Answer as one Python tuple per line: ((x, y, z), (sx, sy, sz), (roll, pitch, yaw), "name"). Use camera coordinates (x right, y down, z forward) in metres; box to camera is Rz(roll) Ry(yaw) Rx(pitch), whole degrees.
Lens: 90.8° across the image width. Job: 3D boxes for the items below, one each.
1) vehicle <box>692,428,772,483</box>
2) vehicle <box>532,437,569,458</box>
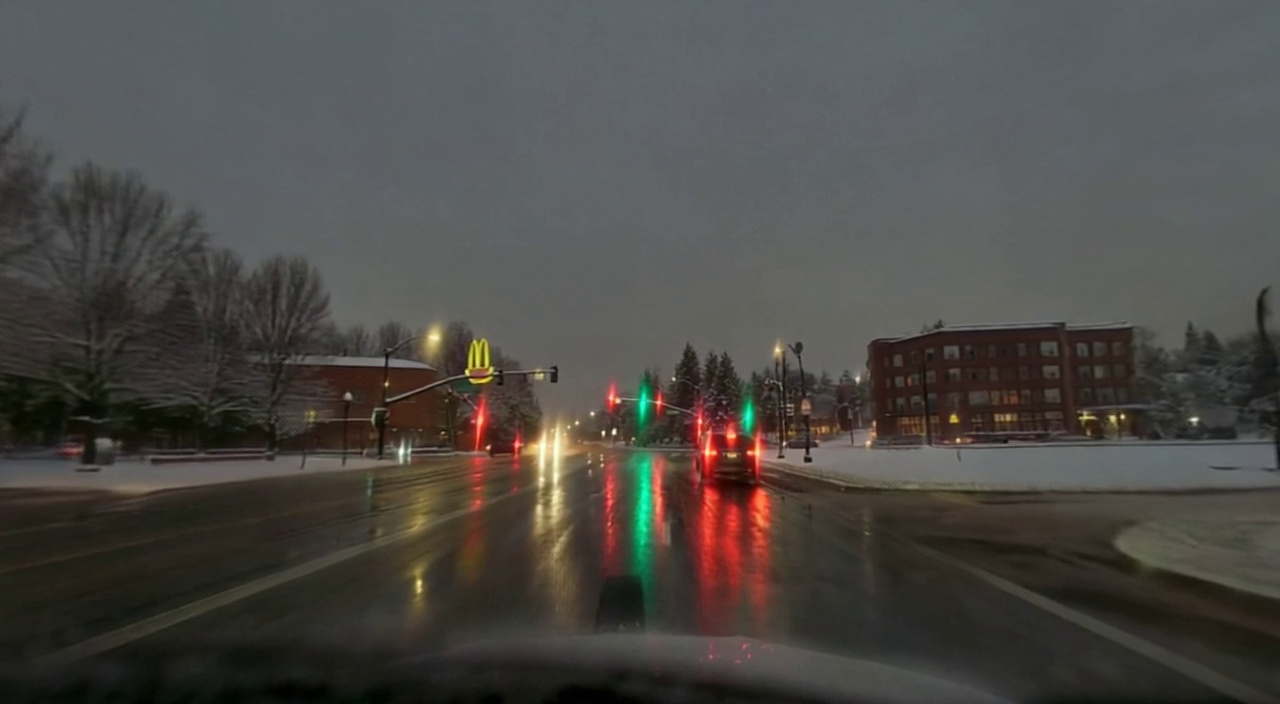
((3.027, 3.528, 21.710), (2.230, 1.683, 4.204), (0, -8, 2), "vehicle")
((-6.625, 7.094, 47.118), (1.924, 1.458, 4.448), (-1, -8, 2), "vehicle")
